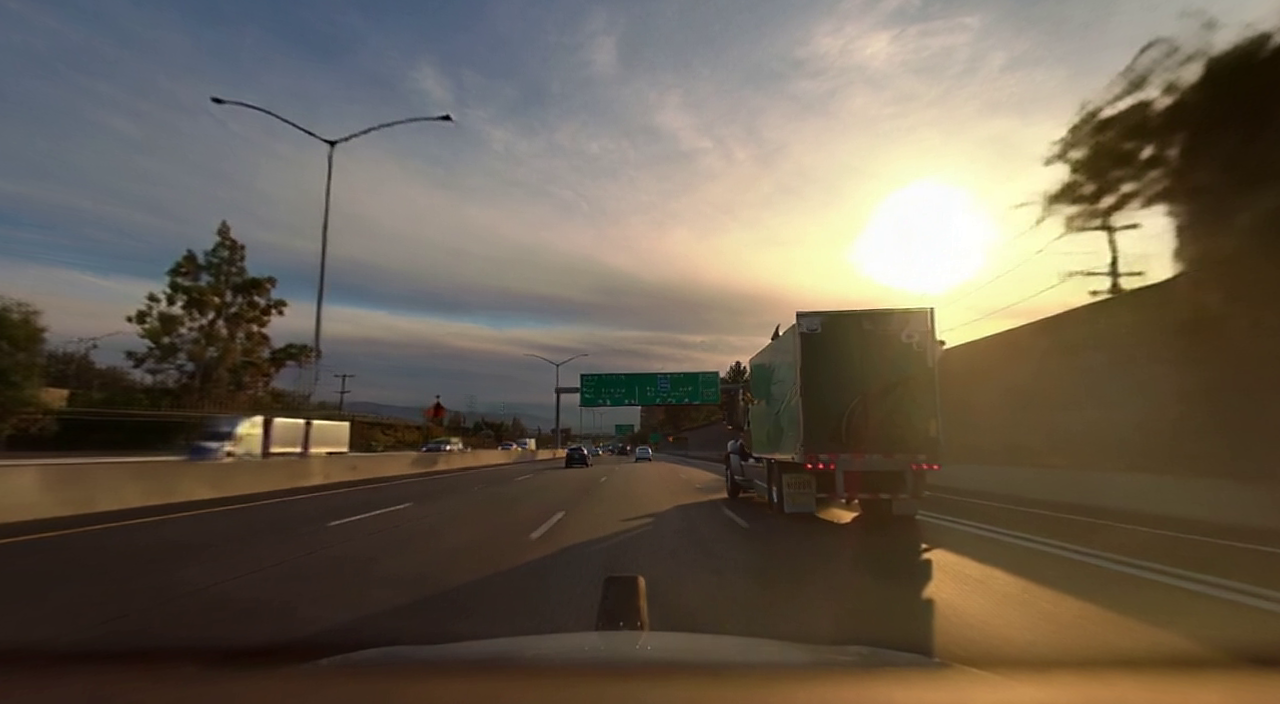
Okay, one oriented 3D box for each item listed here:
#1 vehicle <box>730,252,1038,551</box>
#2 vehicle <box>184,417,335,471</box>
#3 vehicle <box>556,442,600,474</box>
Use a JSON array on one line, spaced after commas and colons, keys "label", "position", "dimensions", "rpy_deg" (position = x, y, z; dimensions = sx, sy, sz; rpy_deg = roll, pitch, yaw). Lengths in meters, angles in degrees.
[{"label": "vehicle", "position": [3.736, 1.139, 12.105], "dimensions": [3.042, 4.037, 7.253], "rpy_deg": [0, -9, 1]}, {"label": "vehicle", "position": [-24.467, 6.081, 41.570], "dimensions": [3.003, 3.073, 10.773], "rpy_deg": [0, -9, 1]}, {"label": "vehicle", "position": [-3.409, 5.881, 35.184], "dimensions": [2.000, 1.658, 4.155], "rpy_deg": [0, -9, 1]}]
